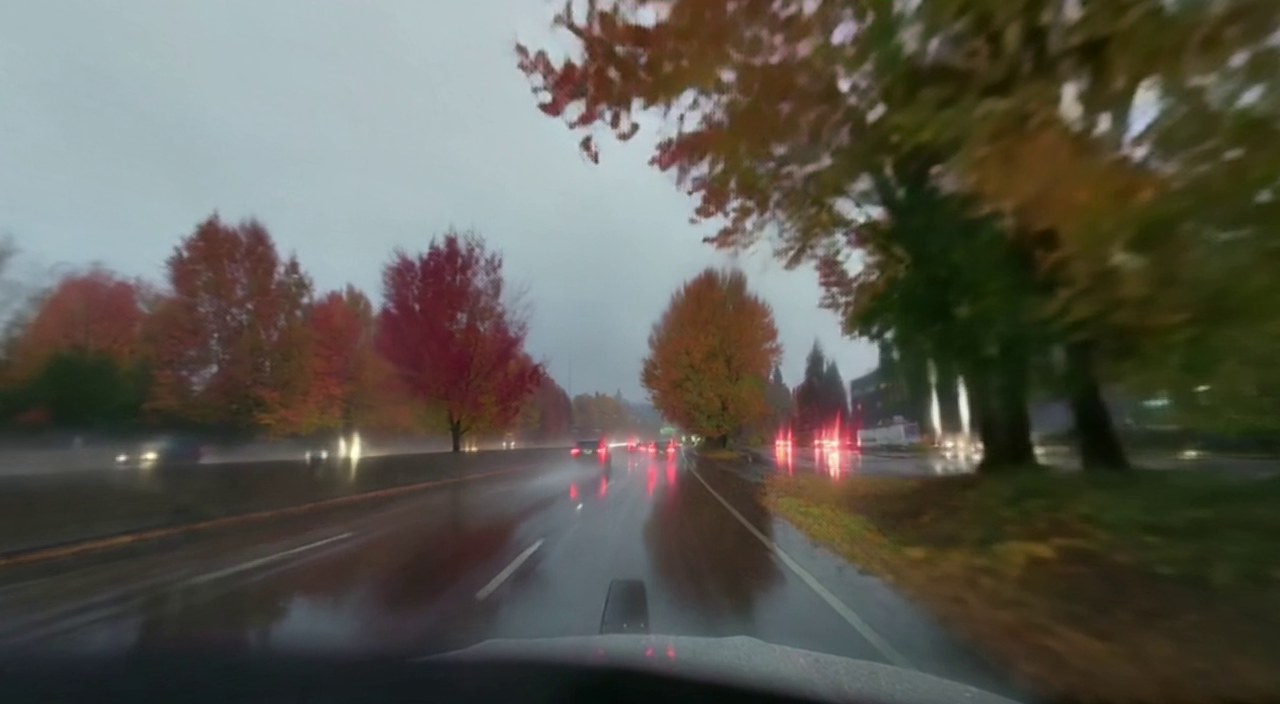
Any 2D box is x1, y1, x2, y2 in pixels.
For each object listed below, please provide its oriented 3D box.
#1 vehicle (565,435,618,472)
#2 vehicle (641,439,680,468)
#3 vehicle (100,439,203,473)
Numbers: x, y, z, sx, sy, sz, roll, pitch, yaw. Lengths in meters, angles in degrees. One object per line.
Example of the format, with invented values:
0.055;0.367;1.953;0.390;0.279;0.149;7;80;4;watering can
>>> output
-2.331;4.995;31.264;2.197;1.709;4.069;0;-8;2;vehicle
1.094;5.518;34.331;2.040;1.493;3.682;0;-8;1;vehicle
-29.928;6.356;38.826;2.010;1.915;5.100;-1;-8;3;vehicle
